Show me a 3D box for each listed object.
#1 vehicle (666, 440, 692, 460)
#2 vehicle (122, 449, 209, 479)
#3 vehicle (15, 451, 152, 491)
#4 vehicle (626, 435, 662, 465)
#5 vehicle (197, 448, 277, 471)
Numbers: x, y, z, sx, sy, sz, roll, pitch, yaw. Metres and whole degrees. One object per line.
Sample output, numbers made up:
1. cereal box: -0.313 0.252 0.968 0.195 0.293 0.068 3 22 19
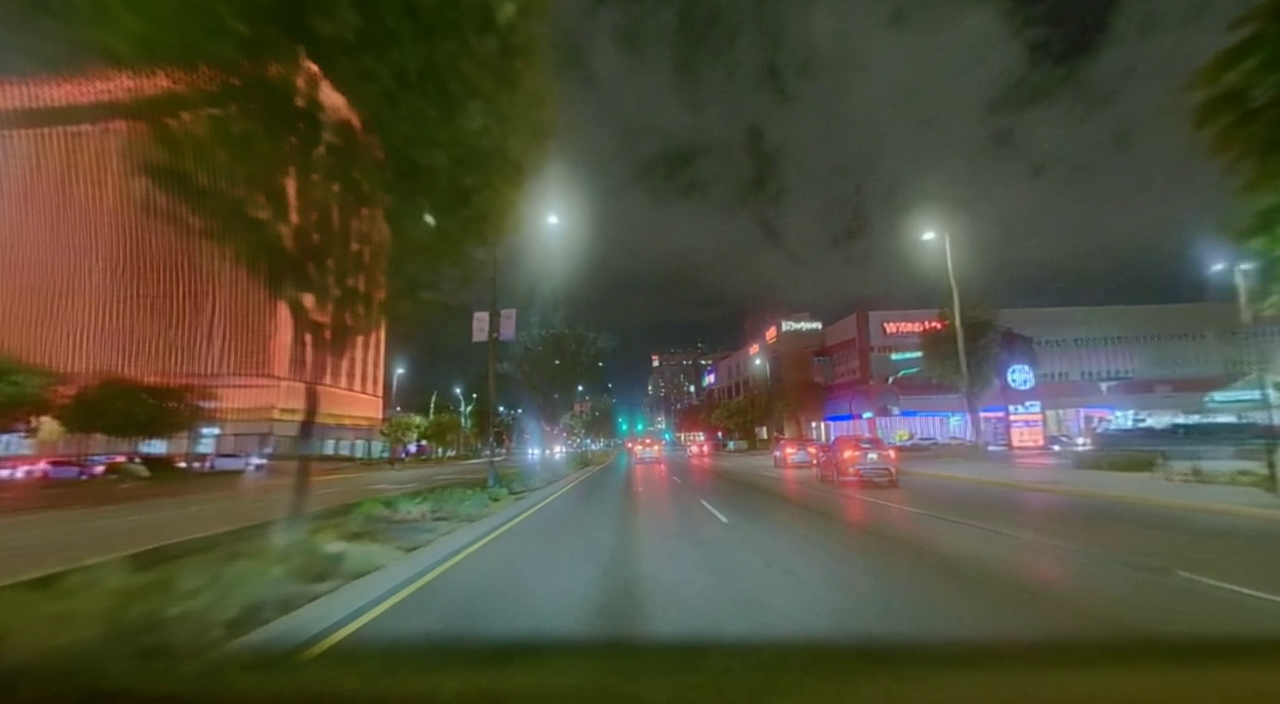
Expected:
1. vehicle: 2.934 7.498 48.419 1.685 1.441 3.795 0 -8 -1
2. vehicle: -28.701 6.778 38.403 1.990 1.662 4.352 0 -8 -2
3. vehicle: -25.739 5.465 29.514 2.051 1.644 4.674 0 -8 1
4. vehicle: 0.220 5.958 38.616 2.100 1.683 4.231 0 -8 0
5. vehicle: -30.216 8.067 47.458 4.621 1.670 1.895 0 -8 0
